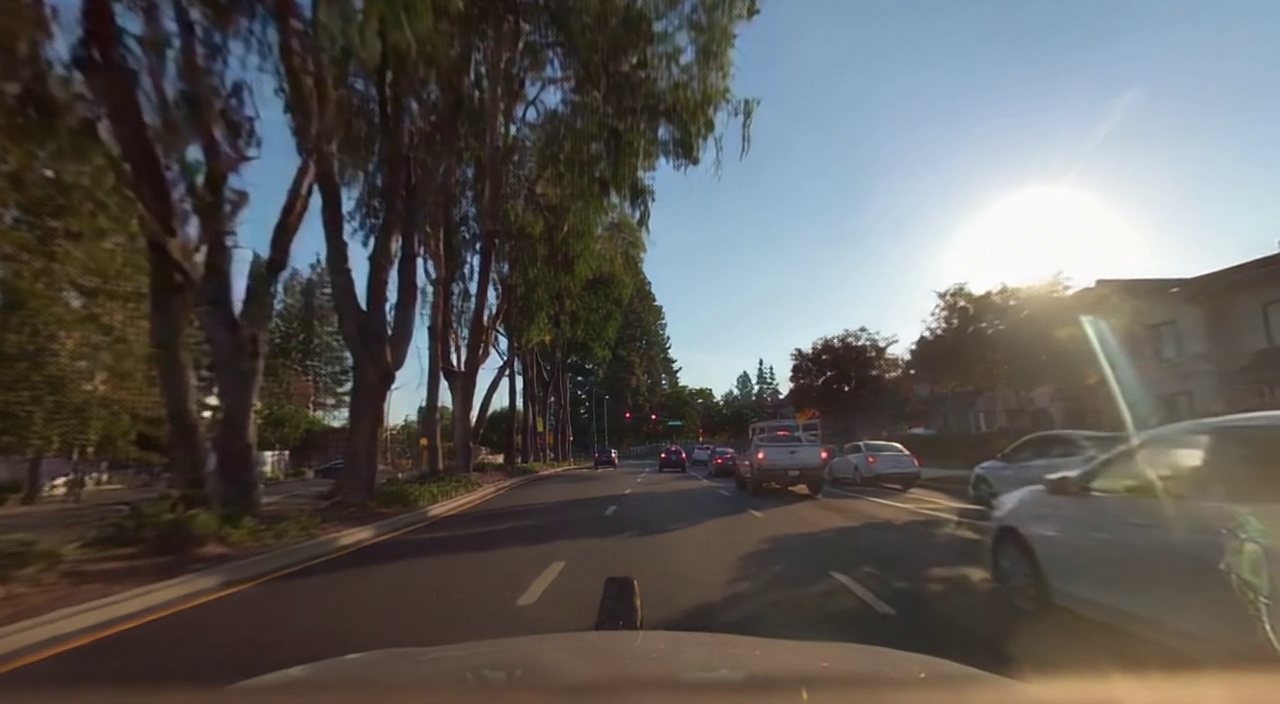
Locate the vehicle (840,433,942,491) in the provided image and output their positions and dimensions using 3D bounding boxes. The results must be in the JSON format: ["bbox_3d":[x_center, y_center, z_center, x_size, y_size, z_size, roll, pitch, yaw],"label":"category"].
[{"bbox_3d":[8.891,3.938,22.862,1.992,1.840,4.646,0,-9,3],"label":"vehicle"}]

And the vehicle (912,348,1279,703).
[{"bbox_3d":[3.468,0.989,3.322,2.041,1.688,4.717,0,-9,1],"label":"vehicle"}]

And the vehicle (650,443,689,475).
[{"bbox_3d":[1.647,6.022,35.690,2.052,1.693,4.554,0,-9,2],"label":"vehicle"}]

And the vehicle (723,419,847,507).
[{"bbox_3d":[3.910,3.169,18.394,2.268,2.090,6.113,0,-9,1],"label":"vehicle"}]
